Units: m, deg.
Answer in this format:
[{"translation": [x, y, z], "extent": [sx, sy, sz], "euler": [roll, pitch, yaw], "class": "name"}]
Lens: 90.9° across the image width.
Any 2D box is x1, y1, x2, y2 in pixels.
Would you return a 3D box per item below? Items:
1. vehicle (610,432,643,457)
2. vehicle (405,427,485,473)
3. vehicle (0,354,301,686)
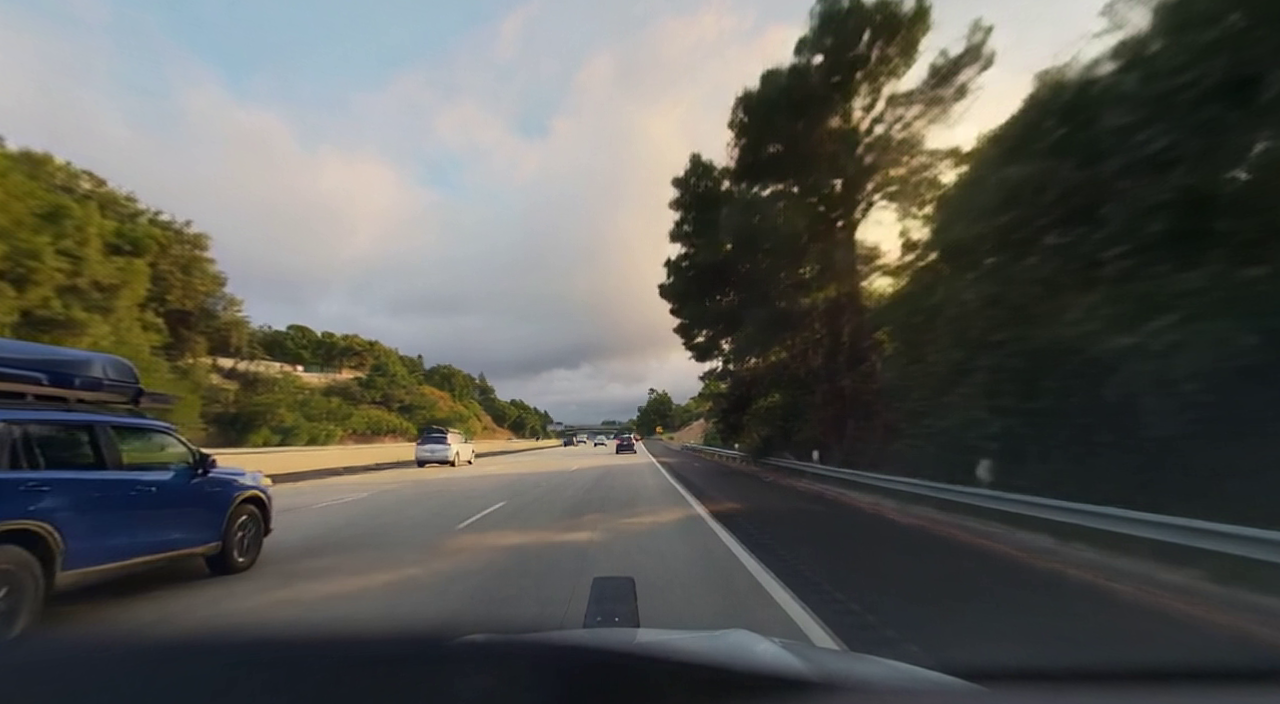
[{"translation": [-0.921, 6.405, 43.763], "extent": [2.178, 1.658, 3.916], "euler": [0, -7, -1], "class": "vehicle"}, {"translation": [-8.042, 4.062, 26.420], "extent": [1.964, 1.745, 4.338], "euler": [0, -7, 0], "class": "vehicle"}, {"translation": [-4.442, 0.977, 3.980], "extent": [2.069, 1.748, 4.652], "euler": [0, -8, -1], "class": "vehicle"}]
